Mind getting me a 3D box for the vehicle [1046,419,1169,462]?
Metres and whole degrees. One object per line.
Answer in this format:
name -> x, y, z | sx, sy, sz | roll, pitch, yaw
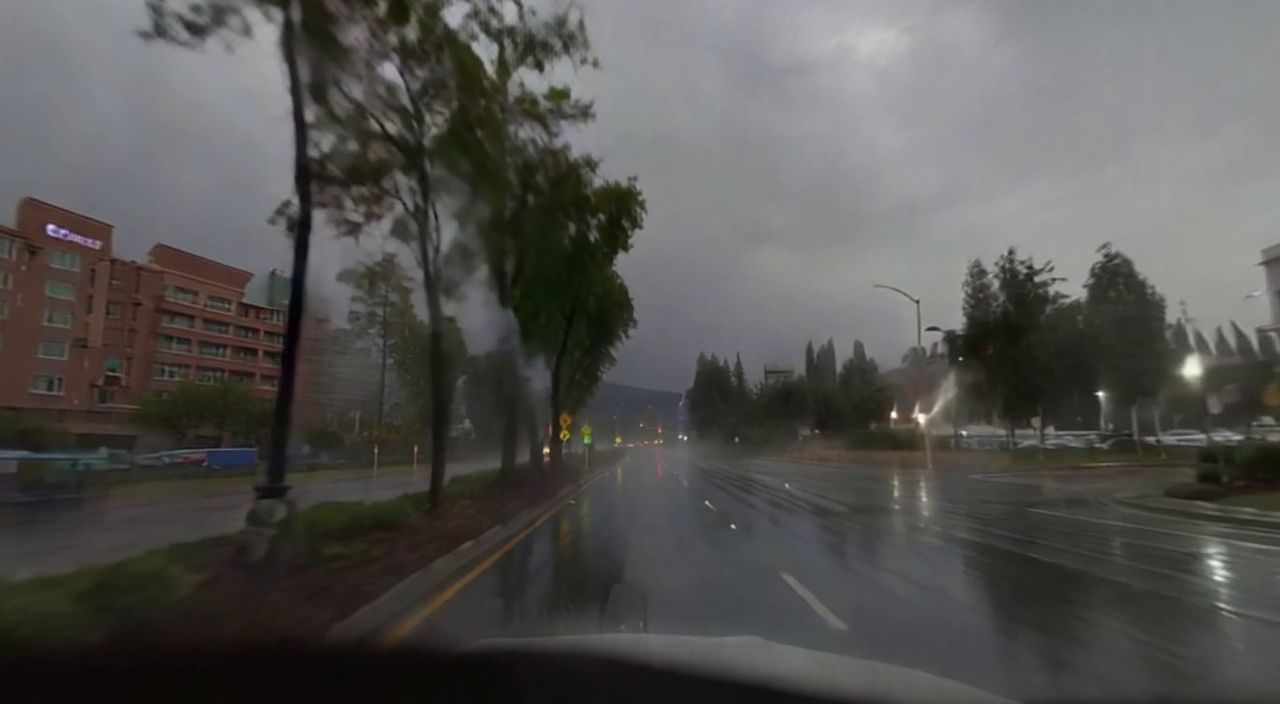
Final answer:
vehicle -> 27.571, 5.269, 37.562 | 2.186, 2.298, 5.989 | 1, -8, -7
